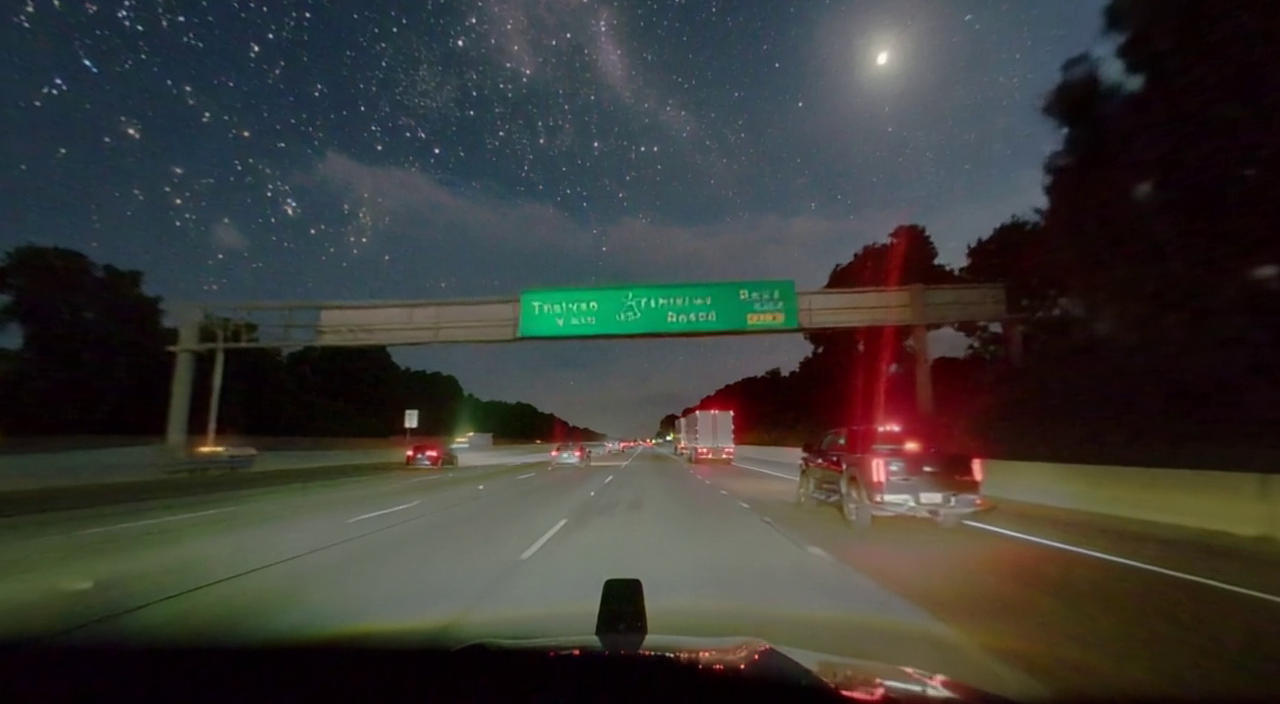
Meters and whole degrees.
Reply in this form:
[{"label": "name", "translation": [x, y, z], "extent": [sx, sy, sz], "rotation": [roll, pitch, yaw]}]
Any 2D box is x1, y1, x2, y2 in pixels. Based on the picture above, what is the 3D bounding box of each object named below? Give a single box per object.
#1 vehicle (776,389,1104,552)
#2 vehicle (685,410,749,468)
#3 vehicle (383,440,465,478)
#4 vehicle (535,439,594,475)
[{"label": "vehicle", "translation": [4.290, 1.896, 10.880], "extent": [2.355, 1.930, 6.633], "rotation": [0, -8, 0]}, {"label": "vehicle", "translation": [4.318, 5.121, 36.992], "extent": [2.732, 3.052, 7.118], "rotation": [0, -8, -1]}, {"label": "vehicle", "translation": [-9.142, 4.549, 27.097], "extent": [1.899, 1.465, 4.589], "rotation": [0, -8, 0]}, {"label": "vehicle", "translation": [-3.271, 4.673, 28.265], "extent": [1.981, 1.473, 4.317], "rotation": [0, -8, 2]}]
